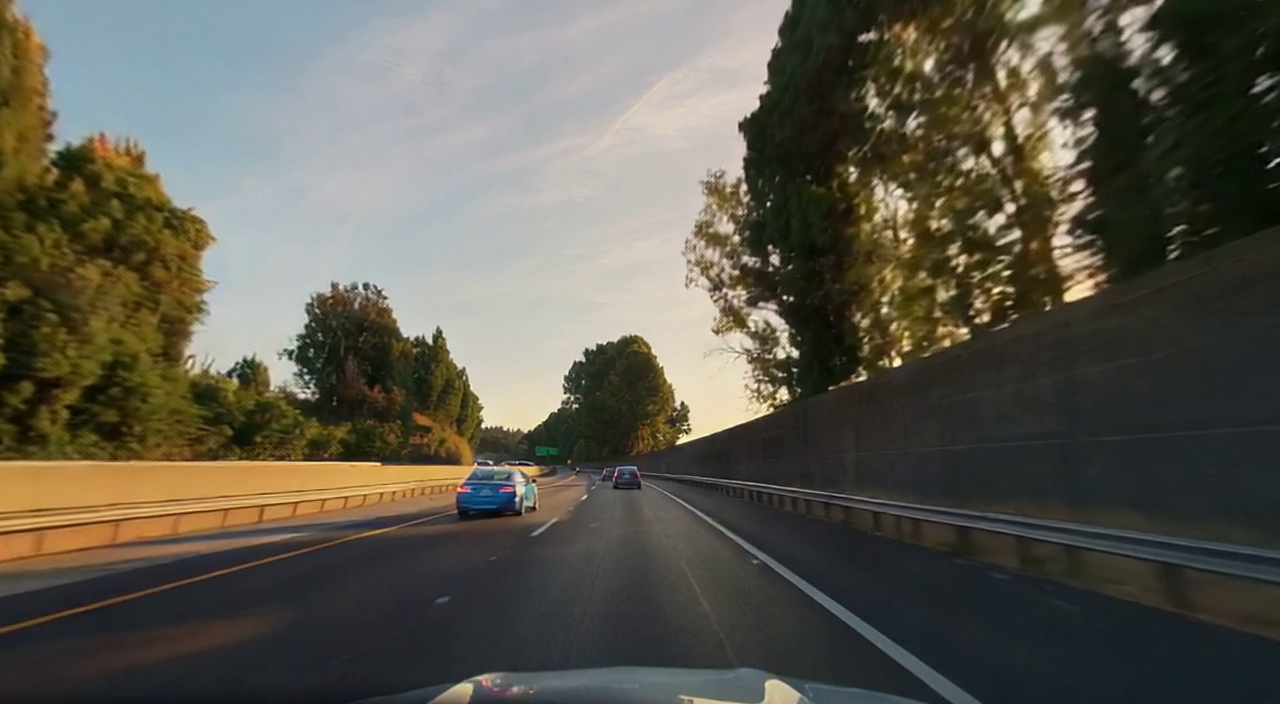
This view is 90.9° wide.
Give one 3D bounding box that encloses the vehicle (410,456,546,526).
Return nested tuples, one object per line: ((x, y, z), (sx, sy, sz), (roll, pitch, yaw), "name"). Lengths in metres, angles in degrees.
((-3.985, 3.572, 16.542), (2.310, 1.521, 4.731), (1, -11, 0), "vehicle")

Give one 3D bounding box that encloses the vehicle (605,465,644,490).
((-0.945, 8.114, 40.846), (2.363, 1.526, 4.687), (1, -11, 0), "vehicle")
